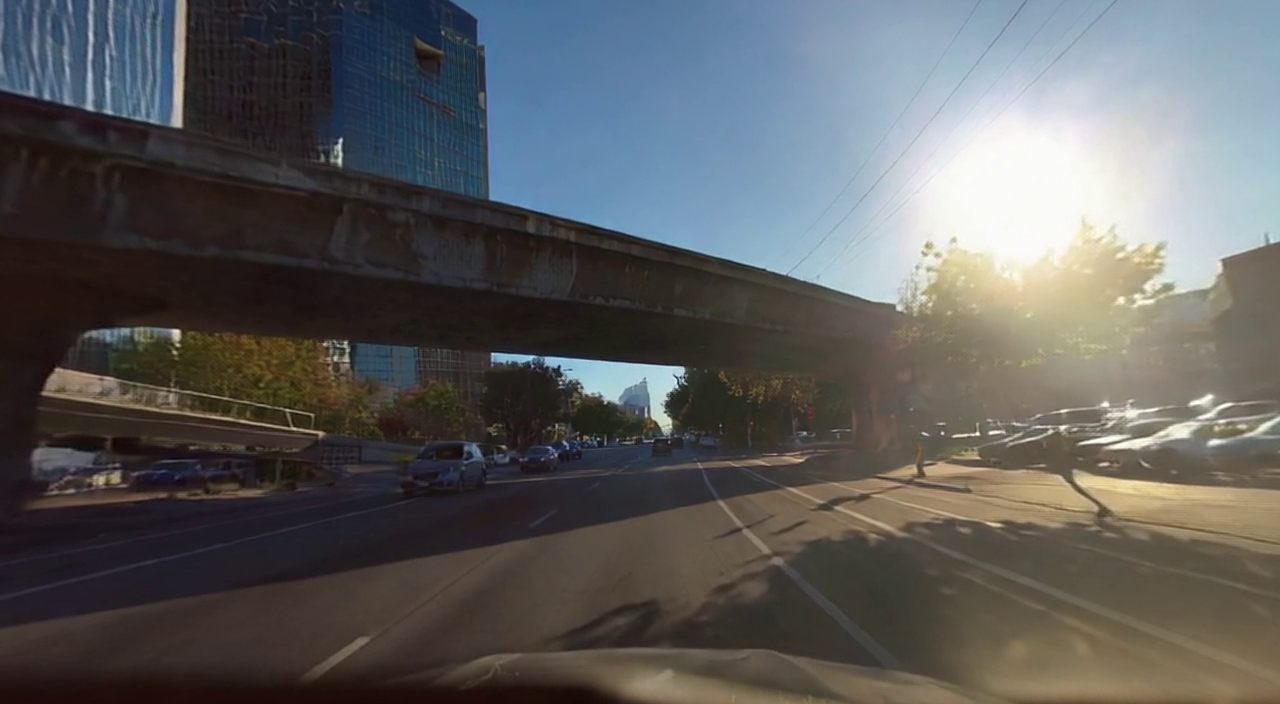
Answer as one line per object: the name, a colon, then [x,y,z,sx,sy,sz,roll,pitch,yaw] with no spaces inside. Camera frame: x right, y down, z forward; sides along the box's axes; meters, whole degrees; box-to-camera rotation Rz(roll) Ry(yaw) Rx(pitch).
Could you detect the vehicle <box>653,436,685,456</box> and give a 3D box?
vehicle: [2.250,7.115,47.699,2.280,1.475,4.051,-1,-8,4]
